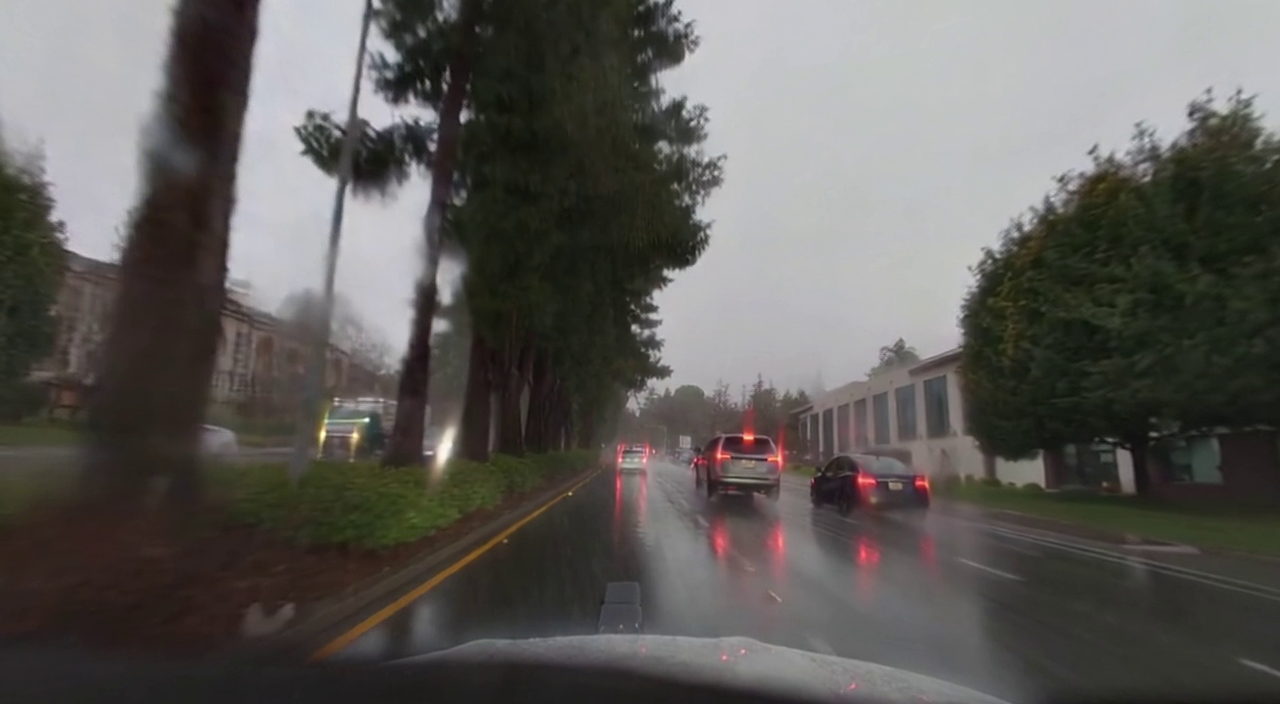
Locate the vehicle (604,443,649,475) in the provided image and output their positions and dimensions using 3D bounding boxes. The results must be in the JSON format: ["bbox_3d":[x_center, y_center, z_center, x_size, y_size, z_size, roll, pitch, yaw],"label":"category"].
[{"bbox_3d":[-0.685,5.312,31.542,2.119,1.460,3.847,0,-9,-1],"label":"vehicle"}]

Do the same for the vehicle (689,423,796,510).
[{"bbox_3d":[2.665,3.091,17.442,2.035,1.940,4.299,4,-9,-1],"label":"vehicle"}]

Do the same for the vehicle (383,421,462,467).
[{"bbox_3d":[-9.364,4.024,27.589,1.895,1.816,4.636,0,-9,-2],"label":"vehicle"}]

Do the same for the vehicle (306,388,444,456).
[{"bbox_3d":[-15.693,4.595,39.072,2.944,3.472,12.516,1,-9,1],"label":"vehicle"}]

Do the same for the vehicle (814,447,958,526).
[{"bbox_3d":[6.197,3.391,16.554,1.913,1.777,4.269,0,-9,-2],"label":"vehicle"}]
